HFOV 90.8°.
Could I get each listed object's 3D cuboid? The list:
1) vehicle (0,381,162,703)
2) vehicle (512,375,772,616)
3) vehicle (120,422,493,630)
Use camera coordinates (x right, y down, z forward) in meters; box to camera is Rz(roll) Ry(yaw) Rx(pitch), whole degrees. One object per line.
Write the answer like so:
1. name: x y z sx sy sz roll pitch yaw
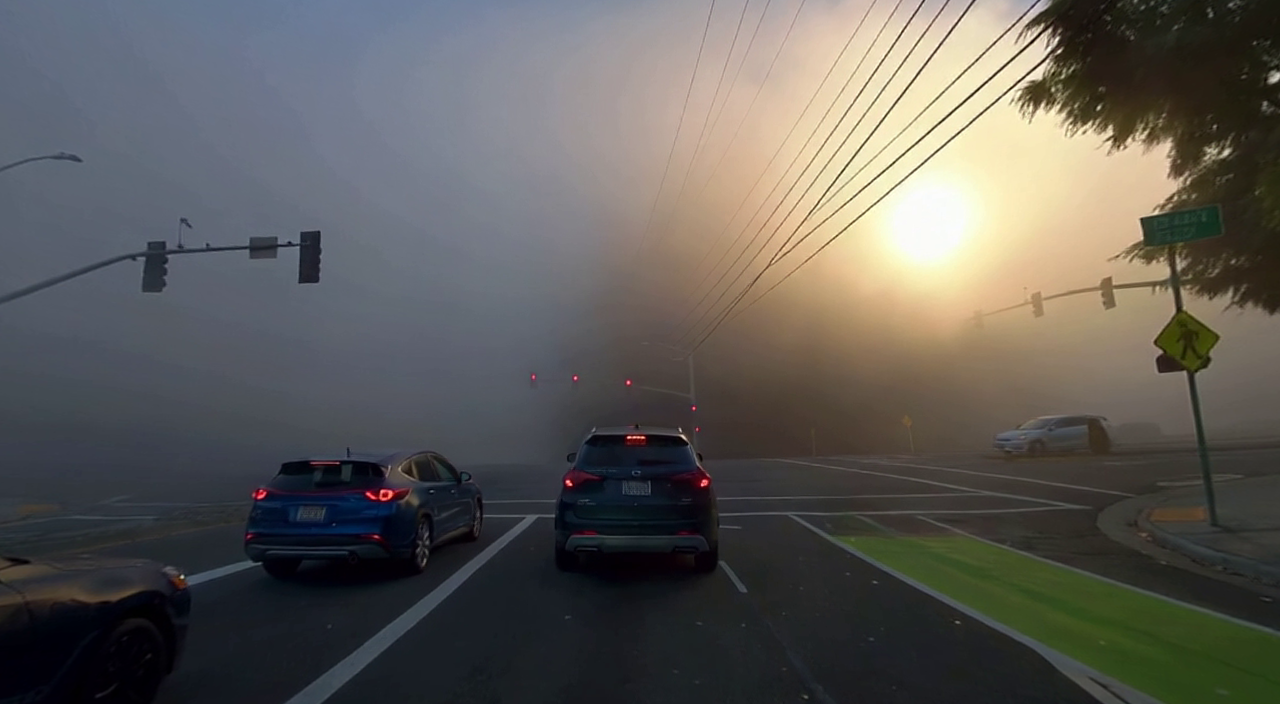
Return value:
1. vehicle: -3.475 0.591 0.451 2.138 1.488 5.327 0 -8 0
2. vehicle: -0.017 1.564 7.656 2.036 1.885 5.196 0 -10 -1
3. vehicle: -2.927 1.609 6.657 1.726 1.506 3.840 0 -10 1
